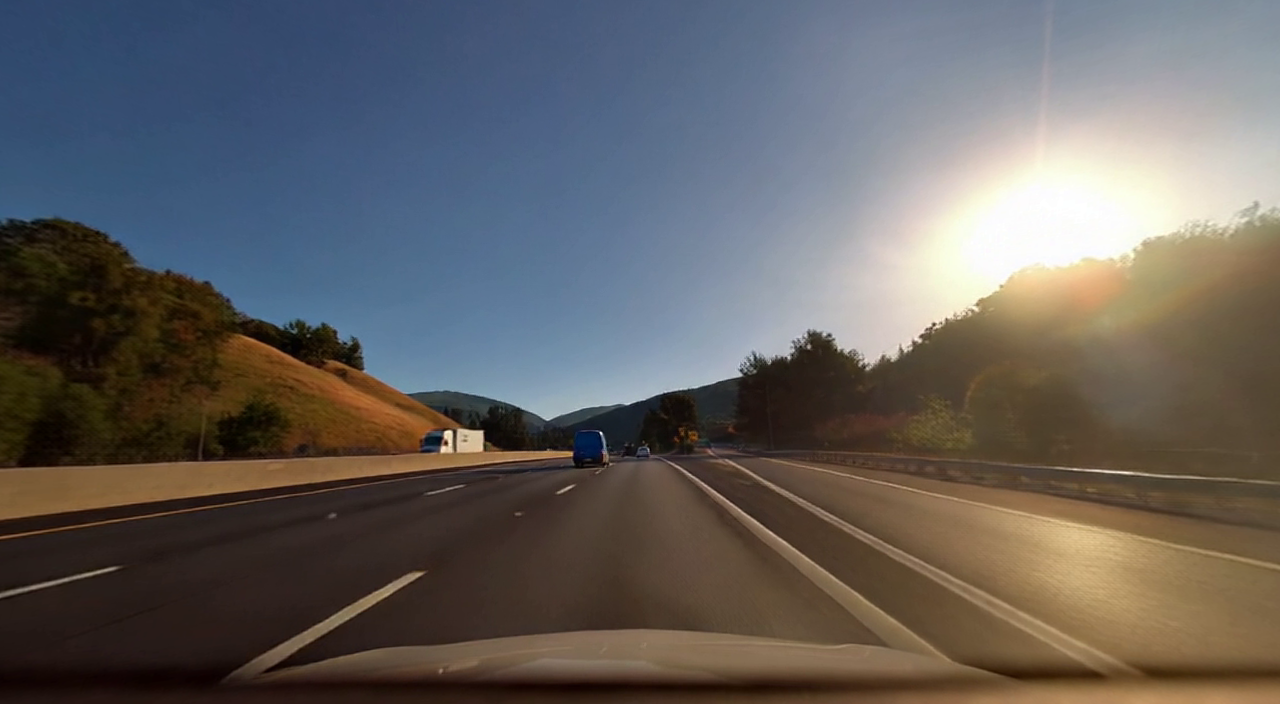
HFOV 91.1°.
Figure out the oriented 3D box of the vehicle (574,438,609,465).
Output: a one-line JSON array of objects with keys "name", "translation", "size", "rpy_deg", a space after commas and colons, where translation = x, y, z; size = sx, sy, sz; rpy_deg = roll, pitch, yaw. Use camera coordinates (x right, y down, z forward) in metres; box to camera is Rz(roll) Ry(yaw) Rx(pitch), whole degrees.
[{"name": "vehicle", "translation": [-3.528, 7.309, 46.295], "size": [2.169, 1.849, 4.639], "rpy_deg": [0, -8, 0]}]
